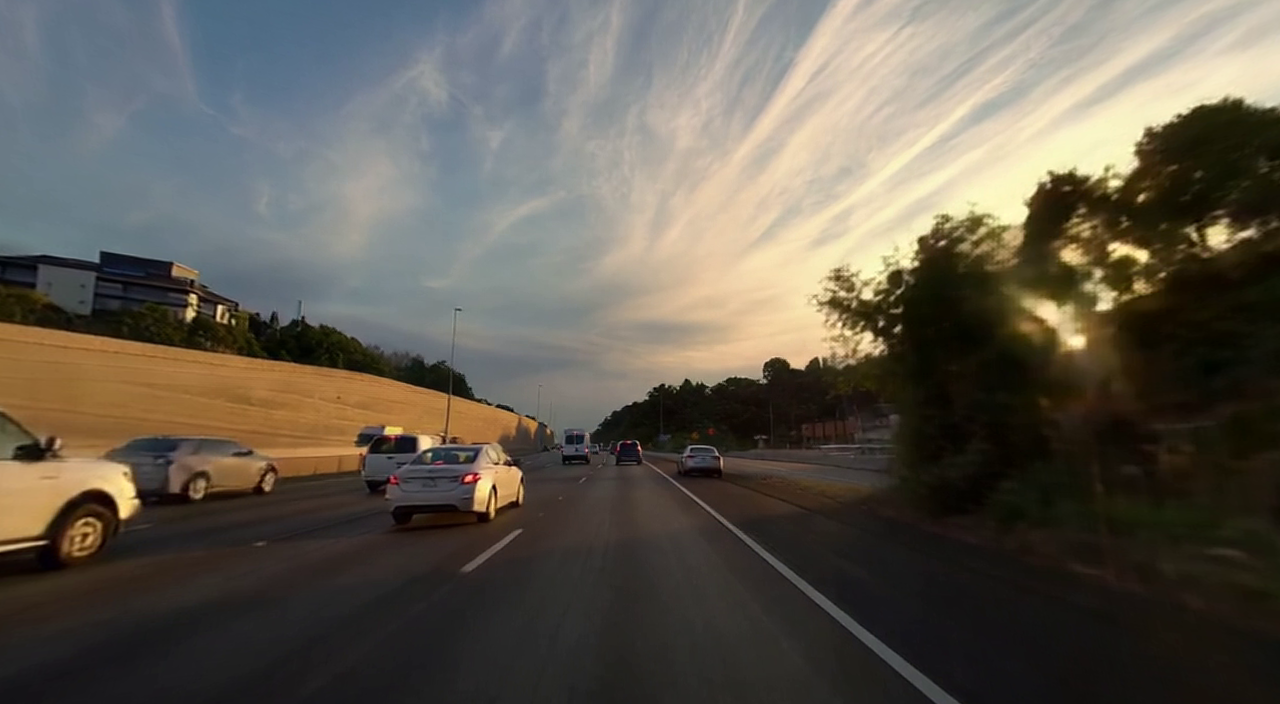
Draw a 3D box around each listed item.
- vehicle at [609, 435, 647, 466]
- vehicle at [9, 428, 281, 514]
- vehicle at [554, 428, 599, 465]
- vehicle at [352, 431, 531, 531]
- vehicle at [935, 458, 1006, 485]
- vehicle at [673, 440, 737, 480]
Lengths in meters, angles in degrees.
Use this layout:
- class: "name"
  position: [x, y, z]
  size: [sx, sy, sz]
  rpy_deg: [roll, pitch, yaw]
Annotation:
- class: "vehicle"
  position: [-0.752, 6.188, 39.485]
  size: [2.207, 1.807, 4.199]
  rpy_deg: [0, -9, -1]
- class: "vehicle"
  position: [-10.484, 2.552, 14.038]
  size: [2.014, 1.549, 4.957]
  rpy_deg: [0, -9, 0]
- class: "vehicle"
  position: [-4.166, 6.328, 42.142]
  size: [2.504, 2.276, 5.933]
  rpy_deg: [0, -9, -1]
- class: "vehicle"
  position: [-3.411, 2.292, 11.777]
  size: [1.963, 1.507, 4.172]
  rpy_deg: [0, -9, 0]
- class: "vehicle"
  position: [20.520, 7.412, 39.359]
  size: [1.896, 1.474, 4.502]
  rpy_deg: [0, -9, -2]
- class: "vehicle"
  position: [2.641, 4.526, 26.666]
  size: [2.127, 1.513, 4.501]
  rpy_deg: [0, -9, -2]
